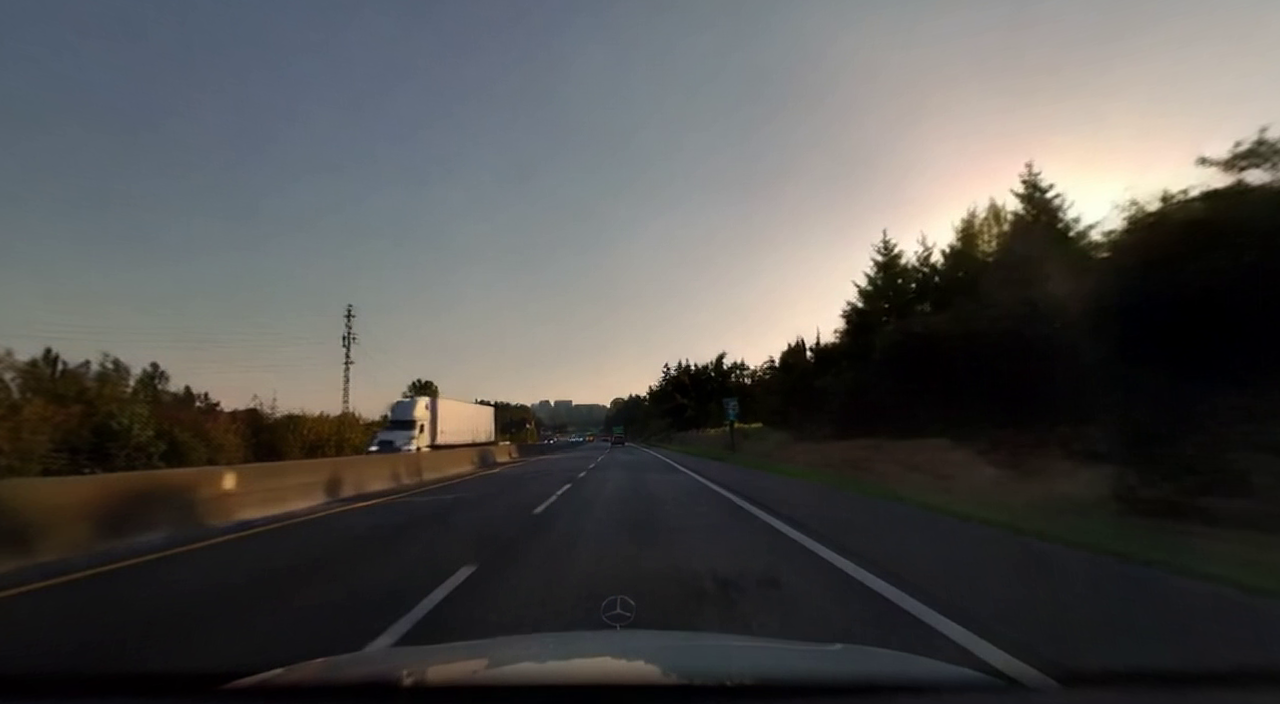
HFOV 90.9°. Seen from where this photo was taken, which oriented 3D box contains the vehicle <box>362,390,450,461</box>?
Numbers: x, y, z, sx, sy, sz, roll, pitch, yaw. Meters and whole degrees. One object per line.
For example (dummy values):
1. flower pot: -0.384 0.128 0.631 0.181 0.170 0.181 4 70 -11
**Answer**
1. vehicle: -13.631 4.397 37.260 2.967 3.842 5.829 0 -8 -1
